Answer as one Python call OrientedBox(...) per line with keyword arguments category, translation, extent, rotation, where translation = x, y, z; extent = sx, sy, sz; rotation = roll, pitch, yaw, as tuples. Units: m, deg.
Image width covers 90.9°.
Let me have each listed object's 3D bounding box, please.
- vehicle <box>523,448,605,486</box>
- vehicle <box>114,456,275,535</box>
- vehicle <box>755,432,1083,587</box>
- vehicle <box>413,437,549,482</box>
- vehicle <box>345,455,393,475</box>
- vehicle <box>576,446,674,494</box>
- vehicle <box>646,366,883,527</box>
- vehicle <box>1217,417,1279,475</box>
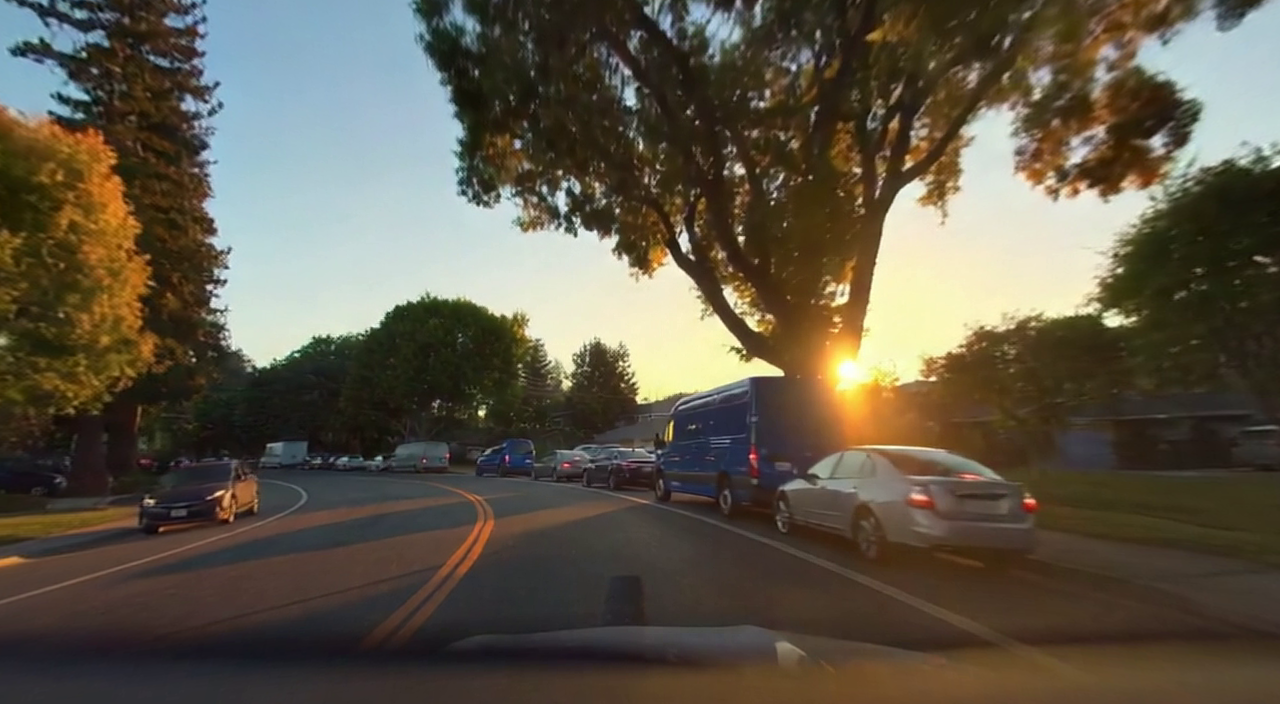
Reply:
OrientedBox(category="vehicle", translation=(-3.433, 4.968, 27.615), extent=(1.957, 1.479, 4.554), rotation=(5, -10, -29))
OrientedBox(category="vehicle", translation=(-10.156, 3.228, 14.758), extent=(1.985, 1.485, 3.820), rotation=(3, -9, -18))
OrientedBox(category="vehicle", translation=(3.165, 1.859, 8.390), extent=(1.891, 1.466, 4.362), rotation=(1, -9, -8))
OrientedBox(category="vehicle", translation=(-9.408, 6.125, 36.052), extent=(3.041, 2.164, 10.370), rotation=(5, -11, -41))
OrientedBox(category="vehicle", translation=(-20.714, 8.586, 48.067), extent=(1.804, 1.453, 4.462), rotation=(8, -12, -44))
OrientedBox(category="vehicle", translation=(-0.661, 3.993, 21.809), extent=(1.961, 1.456, 4.569), rotation=(3, -9, -20))
OrientedBox(category="vehicle", translation=(2.217, 2.126, 14.268), extent=(2.406, 2.689, 6.916), rotation=(2, -9, -15))
OrientedBox(category="vehicle", translation=(19.841, 2.961, 20.060), extent=(1.830, 1.648, 4.635), rotation=(-11, -13, 43))
